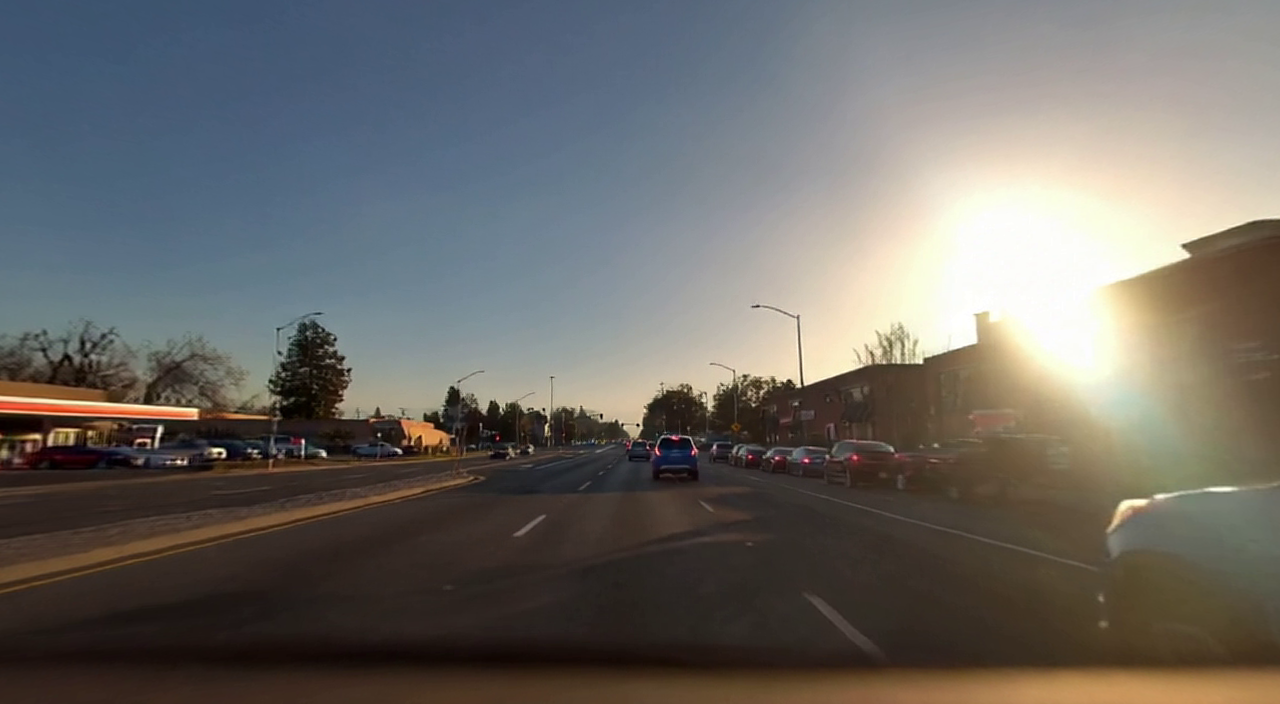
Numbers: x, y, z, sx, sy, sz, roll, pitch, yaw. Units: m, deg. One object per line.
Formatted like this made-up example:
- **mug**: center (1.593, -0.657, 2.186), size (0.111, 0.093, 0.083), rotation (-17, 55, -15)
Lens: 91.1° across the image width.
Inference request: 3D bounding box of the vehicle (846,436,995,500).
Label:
- **vehicle**: center (7.334, 3.063, 17.053), size (1.818, 1.459, 4.806), rotation (0, -9, 0)

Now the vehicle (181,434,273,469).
- **vehicle**: center (-25.733, 6.216, 39.392), size (2.086, 1.967, 5.297), rotation (0, -9, 1)

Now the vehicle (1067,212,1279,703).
- **vehicle**: center (2.997, 0.346, 0.285), size (2.246, 1.963, 4.777), rotation (0, -8, 1)

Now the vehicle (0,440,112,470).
- **vehicle**: center (-31.600, 5.545, 34.073), size (1.920, 1.446, 4.448), rotation (-2, -8, 2)

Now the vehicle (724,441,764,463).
- **vehicle**: center (7.418, 7.152, 45.134), size (2.055, 1.508, 4.782), rotation (0, -8, 0)

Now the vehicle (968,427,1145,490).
- **vehicle**: center (12.680, 3.276, 19.615), size (2.019, 1.711, 4.862), rotation (1, -9, -3)

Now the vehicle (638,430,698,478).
- **vehicle**: center (1.141, 4.352, 26.987), size (2.317, 1.857, 5.150), rotation (0, -8, 1)

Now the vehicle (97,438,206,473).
- **vehicle**: center (-26.246, 5.576, 33.957), size (1.922, 1.755, 4.511), rotation (-1, -9, 6)
